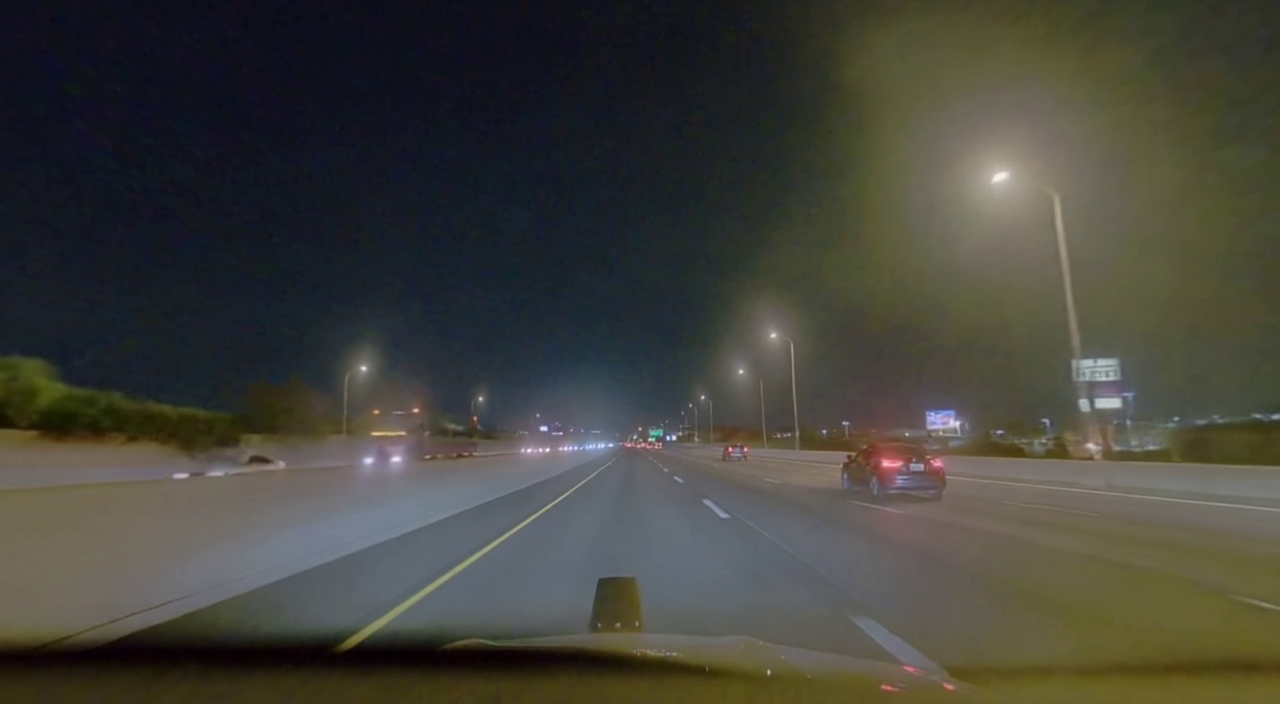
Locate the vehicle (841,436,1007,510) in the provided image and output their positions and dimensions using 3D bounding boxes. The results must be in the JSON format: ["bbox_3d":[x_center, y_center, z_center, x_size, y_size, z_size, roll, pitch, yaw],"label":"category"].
[{"bbox_3d":[6.797,2.924,15.808,1.901,1.548,4.684,0,-9,-1],"label":"vehicle"}]

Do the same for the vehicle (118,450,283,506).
[{"bbox_3d":[-13.564,3.870,19.922,1.911,1.500,4.555,0,-9,0],"label":"vehicle"}]
